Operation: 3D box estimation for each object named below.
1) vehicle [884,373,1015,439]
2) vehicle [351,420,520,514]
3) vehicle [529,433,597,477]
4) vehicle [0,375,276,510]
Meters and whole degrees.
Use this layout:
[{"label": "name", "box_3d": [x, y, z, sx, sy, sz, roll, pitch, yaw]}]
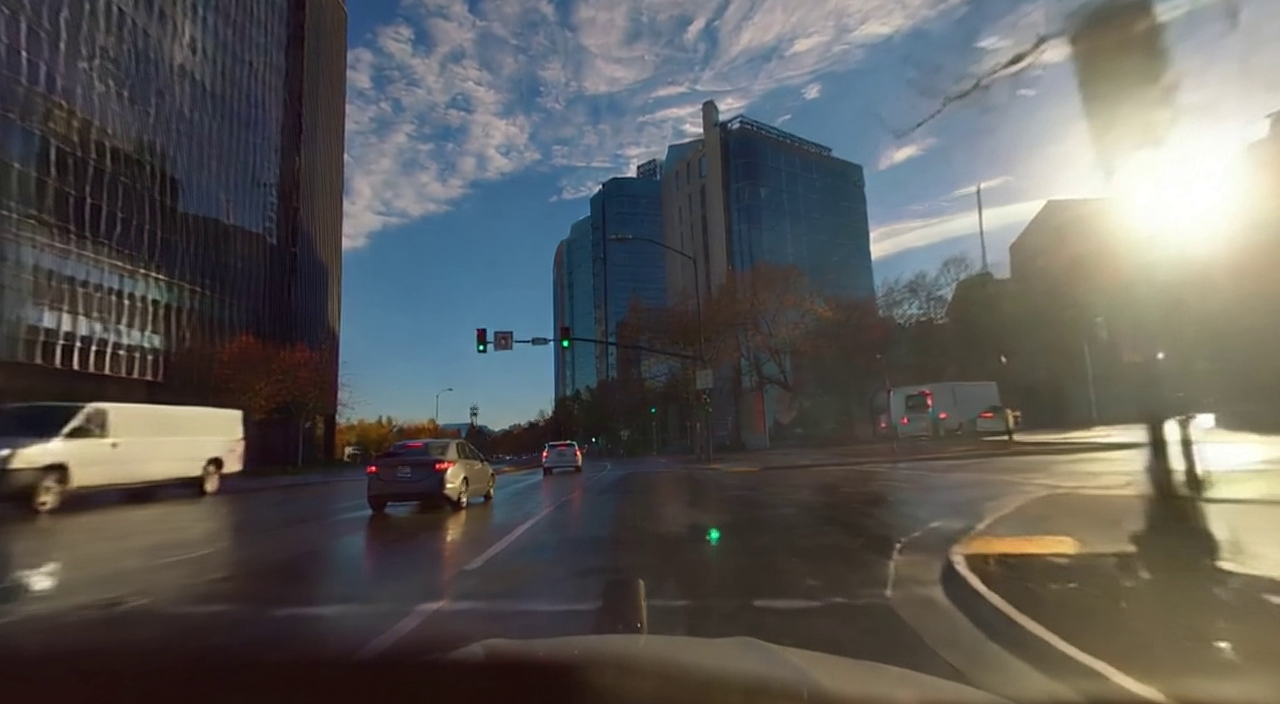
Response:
[{"label": "vehicle", "box_3d": [15.700, 2.887, 32.340, 4.005, 2.827, 4.538, 4, -10, -10]}, {"label": "vehicle", "box_3d": [-4.289, 2.503, 14.174, 2.169, 1.741, 4.588, 0, -9, 1]}, {"label": "vehicle", "box_3d": [-3.526, 4.866, 29.957, 2.384, 1.849, 5.009, 0, -9, 3]}, {"label": "vehicle", "box_3d": [-16.375, 3.014, 21.007, 3.394, 3.584, 8.313, 0, -9, 0]}]
